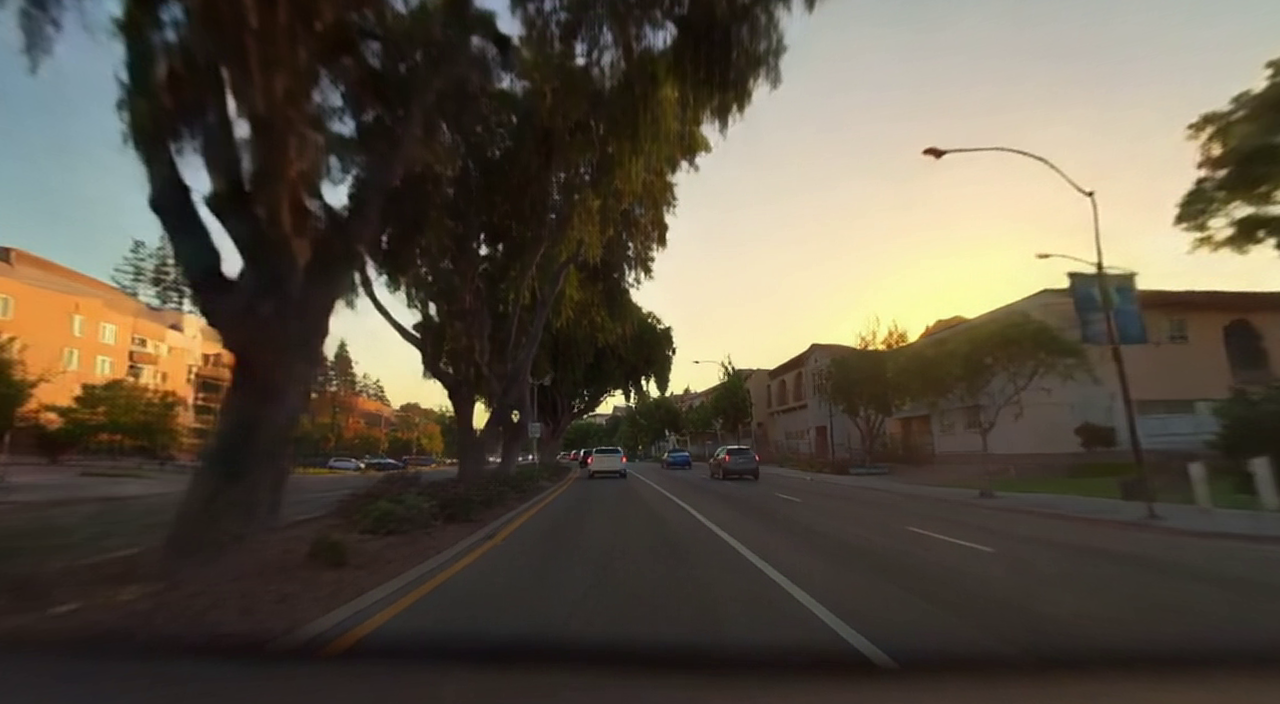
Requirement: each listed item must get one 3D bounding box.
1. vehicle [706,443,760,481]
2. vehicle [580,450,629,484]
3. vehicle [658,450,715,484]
[{"bbox_3d":[5.276,6.353,36.654,2.052,1.990,4.736,0,-9,-4],"label":"vehicle"},{"bbox_3d":[-1.664,5.311,29.494,2.101,1.444,4.248,0,-9,-4],"label":"vehicle"},{"bbox_3d":[2.107,5.429,30.013,1.993,1.477,4.240,0,-9,-5],"label":"vehicle"}]
